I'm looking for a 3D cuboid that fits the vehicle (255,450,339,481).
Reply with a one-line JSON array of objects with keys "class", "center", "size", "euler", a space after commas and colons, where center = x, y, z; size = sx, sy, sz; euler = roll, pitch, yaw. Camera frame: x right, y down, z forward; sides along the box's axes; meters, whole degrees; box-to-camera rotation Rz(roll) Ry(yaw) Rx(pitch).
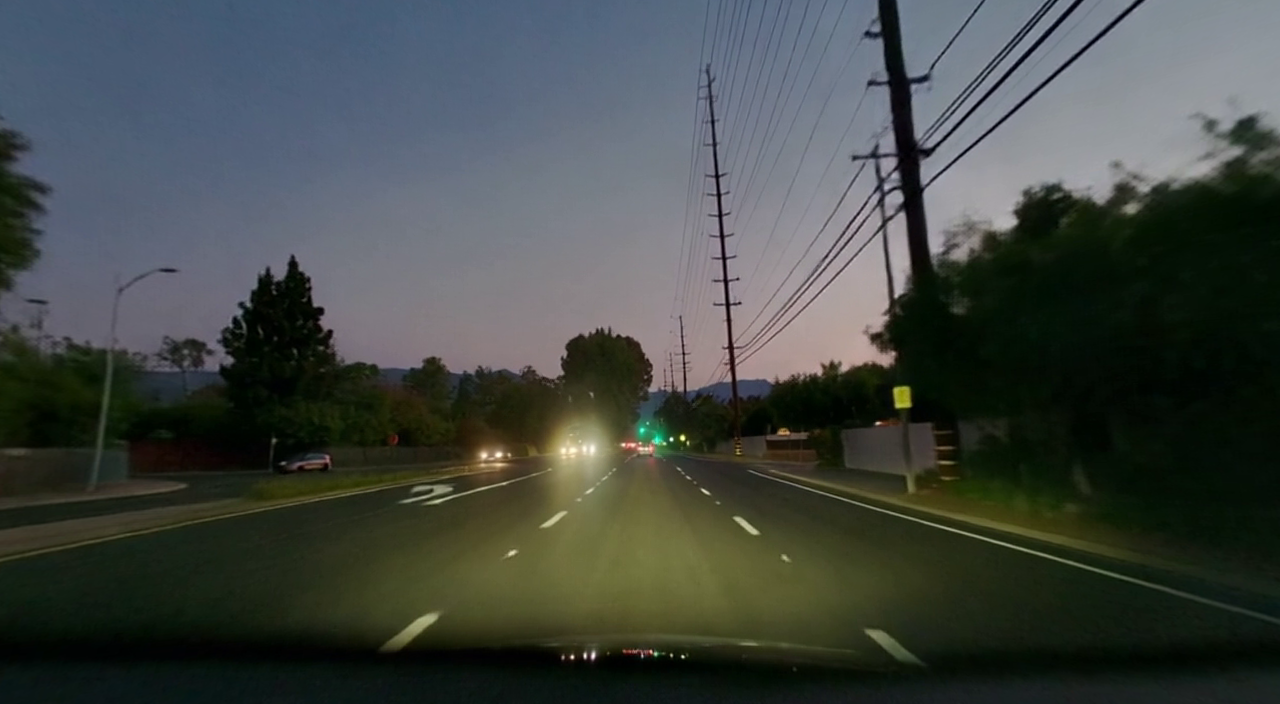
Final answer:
[{"class": "vehicle", "center": [-21.537, 7.095, 39.431], "size": [4.600, 1.809, 2.153], "euler": [-4, -9, 23]}]
